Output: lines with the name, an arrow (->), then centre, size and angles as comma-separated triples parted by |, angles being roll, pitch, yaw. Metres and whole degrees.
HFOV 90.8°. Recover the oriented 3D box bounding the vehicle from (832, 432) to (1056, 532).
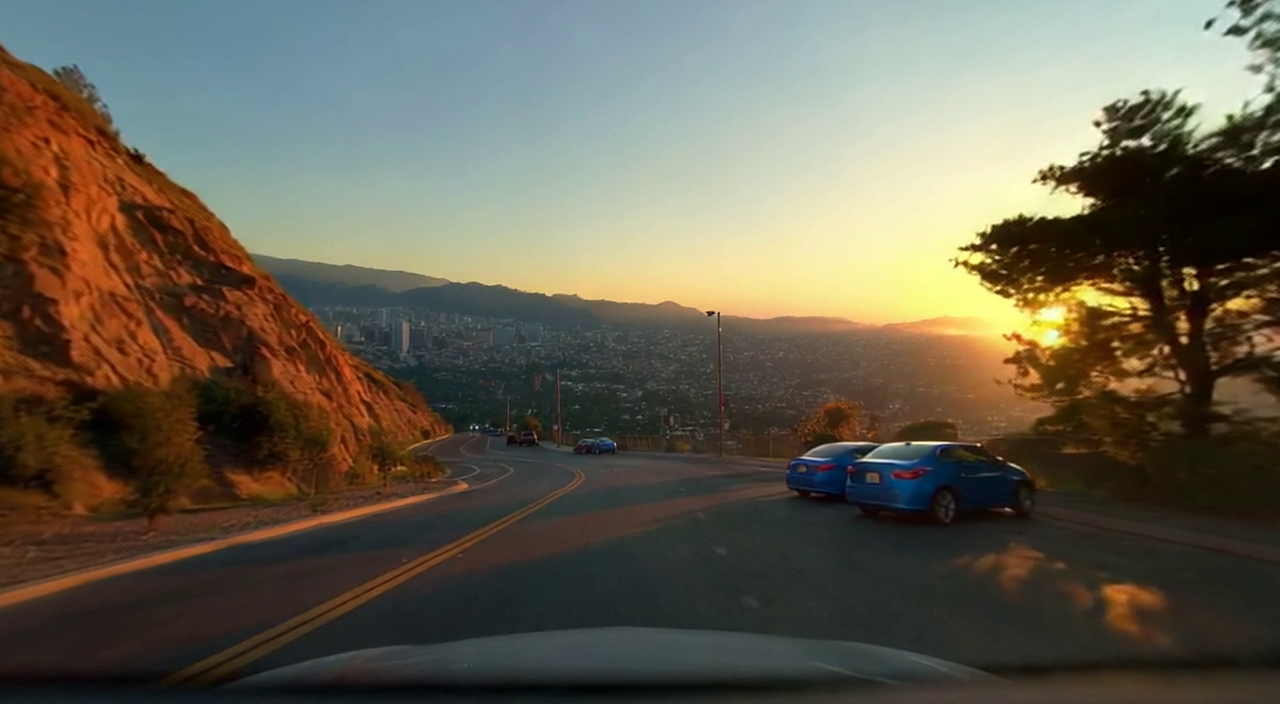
vehicle -> 5.888, 2.327, 11.990 | 4.609, 1.505, 2.061 | 7, -11, -40
